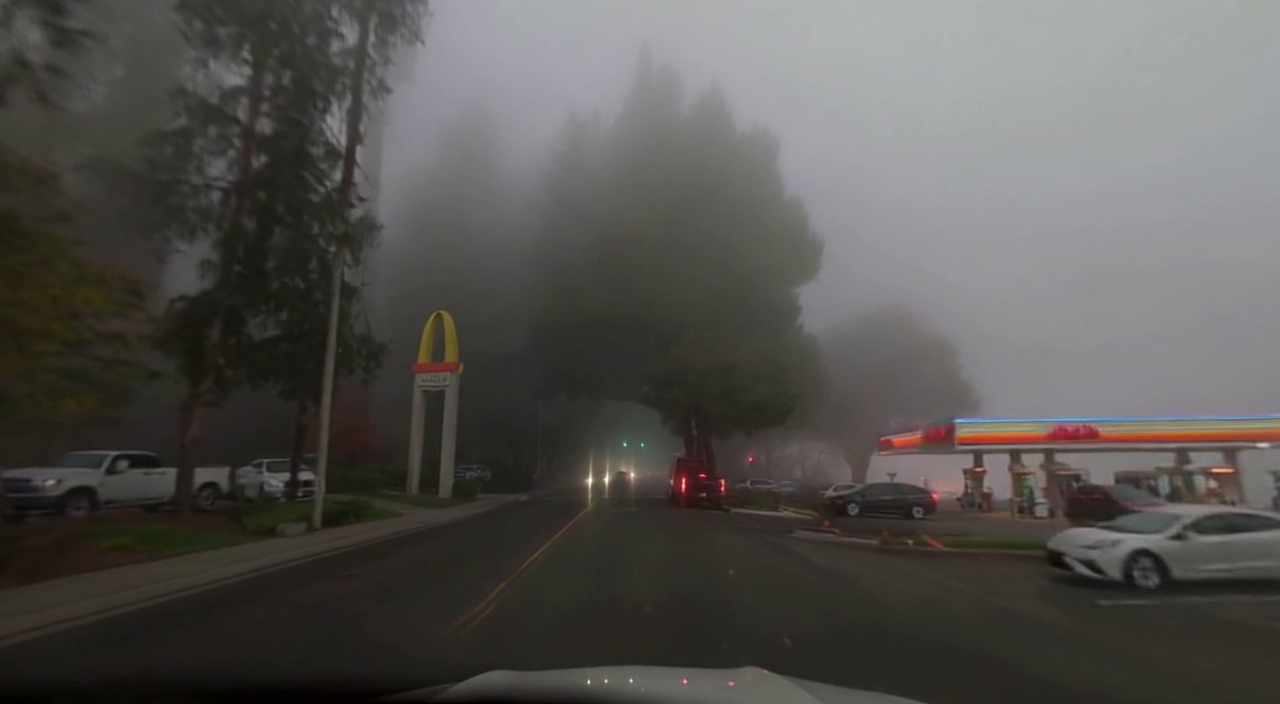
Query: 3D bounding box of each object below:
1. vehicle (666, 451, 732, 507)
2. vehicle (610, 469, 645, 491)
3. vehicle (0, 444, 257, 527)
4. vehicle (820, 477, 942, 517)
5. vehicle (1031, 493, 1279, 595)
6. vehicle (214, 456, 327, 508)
[{"bbox_3d":[2.347,5.334,26.616,2.153,2.074,5.188,1,-11,-2],"label":"vehicle"},{"bbox_3d":[-0.845,9.014,44.627,1.993,1.454,3.810,-1,-11,6],"label":"vehicle"},{"bbox_3d":[-12.024,3.112,14.920,4.575,1.641,2.006,10,-14,-41],"label":"vehicle"},{"bbox_3d":[9.585,5.810,25.324,4.123,1.446,1.807,1,-11,-2],"label":"vehicle"},{"bbox_3d":[9.542,3.271,10.969,4.169,1.474,1.850,1,-11,0],"label":"vehicle"},{"bbox_3d":[-12.603,4.415,21.546,2.871,1.604,1.710,10,-14,-42],"label":"vehicle"}]
